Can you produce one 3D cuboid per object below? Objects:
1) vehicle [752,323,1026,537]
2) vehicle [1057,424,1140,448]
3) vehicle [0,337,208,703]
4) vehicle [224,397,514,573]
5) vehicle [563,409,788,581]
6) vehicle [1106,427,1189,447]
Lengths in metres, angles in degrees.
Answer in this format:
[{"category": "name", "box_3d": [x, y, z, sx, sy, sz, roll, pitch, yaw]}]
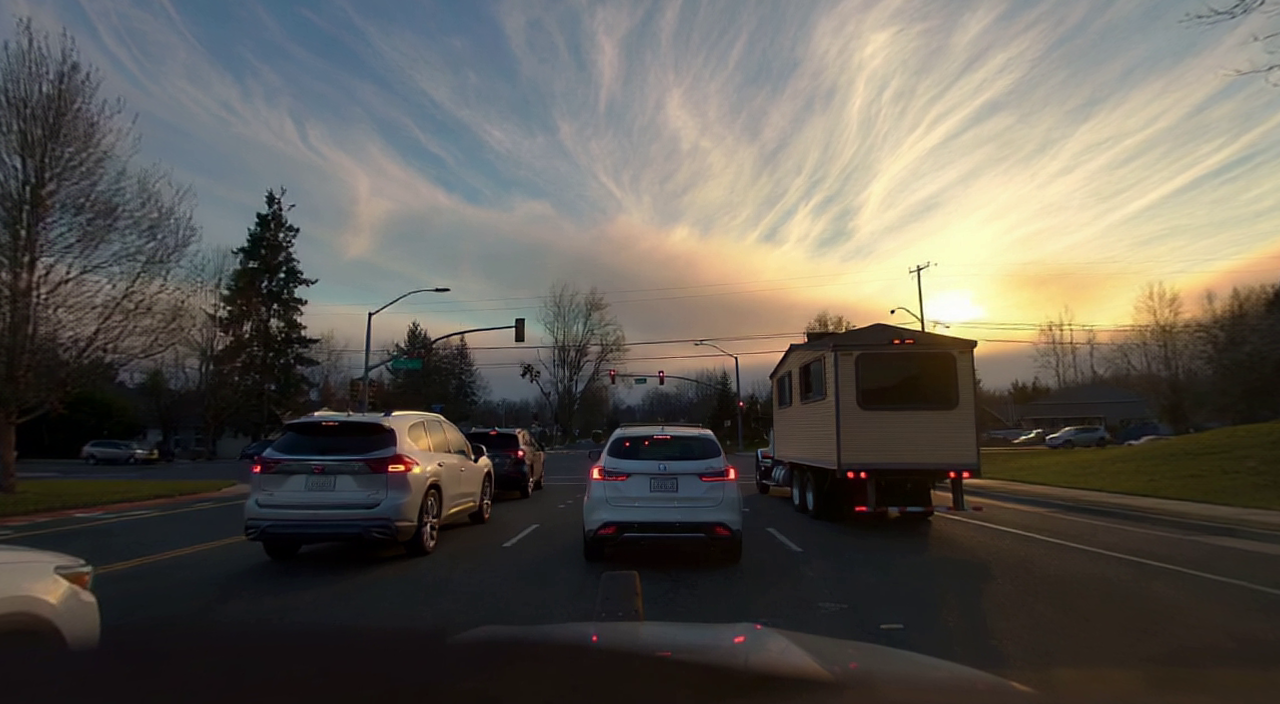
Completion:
[{"category": "vehicle", "box_3d": [3.691, 1.403, 11.016, 2.531, 2.750, 5.595, 0, -9, 1]}, {"category": "vehicle", "box_3d": [33.165, 6.134, 45.881, 4.671, 1.595, 1.824, -6, -10, 31]}, {"category": "vehicle", "box_3d": [-3.432, 0.676, 1.477, 1.952, 1.730, 4.116, 0, -9, -1]}, {"category": "vehicle", "box_3d": [-3.267, 1.714, 8.850, 2.085, 1.812, 4.388, 0, -9, 0]}, {"category": "vehicle", "box_3d": [0.358, 1.711, 8.320, 2.189, 1.649, 4.171, 0, -9, 0]}, {"category": "vehicle", "box_3d": [37.825, 6.389, 47.210, 4.553, 1.434, 1.650, -5, -10, 29]}]
